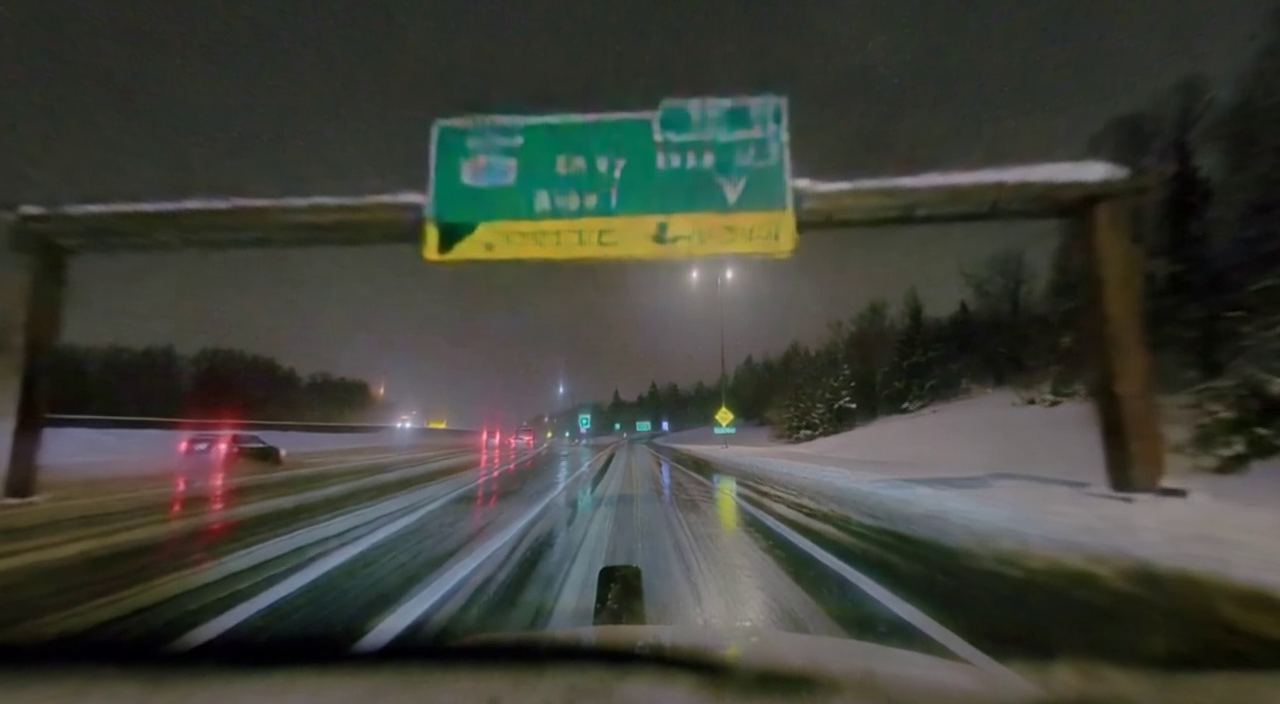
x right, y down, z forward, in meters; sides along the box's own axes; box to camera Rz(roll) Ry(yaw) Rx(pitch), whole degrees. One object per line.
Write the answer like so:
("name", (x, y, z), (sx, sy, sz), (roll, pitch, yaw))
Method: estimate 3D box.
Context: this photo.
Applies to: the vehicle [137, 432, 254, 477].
("vehicle", (-18.739, 4.351, 26.824), (2.093, 1.735, 4.285), (1, -9, -5))
